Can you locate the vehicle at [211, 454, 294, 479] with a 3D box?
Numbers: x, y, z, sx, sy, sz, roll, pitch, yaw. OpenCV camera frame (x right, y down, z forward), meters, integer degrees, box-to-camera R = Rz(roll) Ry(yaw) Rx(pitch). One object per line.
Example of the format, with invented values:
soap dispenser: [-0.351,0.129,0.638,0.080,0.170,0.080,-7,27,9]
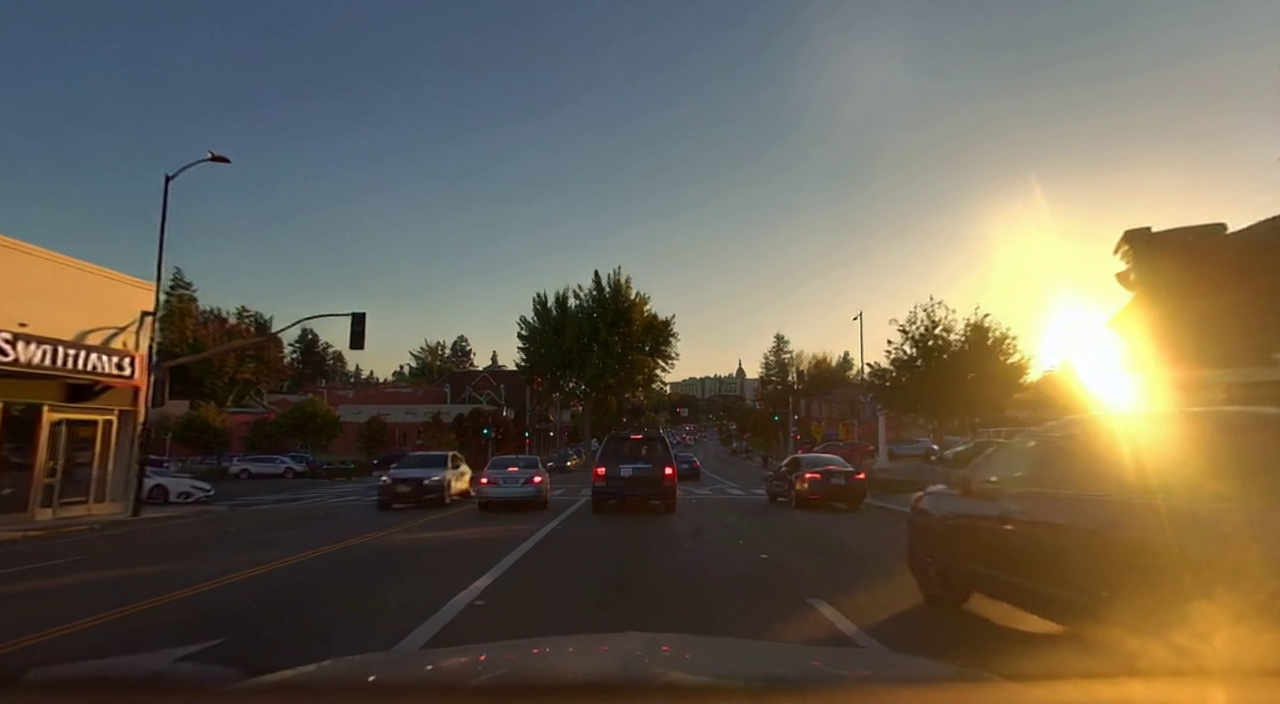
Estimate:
vehicle: [-27.362,8.092,44.596,4.458,1.608,2.051,0,-8,2]

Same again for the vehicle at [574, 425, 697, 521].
vehicle: [-0.118,3.013,16.394,2.638,2.065,5.313,0,-8,0]

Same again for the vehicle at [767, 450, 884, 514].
vehicle: [5.206,3.683,18.493,1.994,1.545,4.919,0,-8,1]

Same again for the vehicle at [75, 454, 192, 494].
vehicle: [-26.312,6.291,33.046,2.123,1.820,5.136,0,-8,-4]

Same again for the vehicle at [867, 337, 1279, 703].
vehicle: [3.343,1.072,3.695,2.276,1.787,4.630,0,-8,0]

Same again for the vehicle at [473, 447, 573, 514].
vehicle: [-3.035,3.414,17.351,1.975,1.570,4.456,0,-8,-1]

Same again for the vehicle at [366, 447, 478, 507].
vehicle: [-6.986,4.020,20.812,2.121,1.746,4.402,0,-8,0]
